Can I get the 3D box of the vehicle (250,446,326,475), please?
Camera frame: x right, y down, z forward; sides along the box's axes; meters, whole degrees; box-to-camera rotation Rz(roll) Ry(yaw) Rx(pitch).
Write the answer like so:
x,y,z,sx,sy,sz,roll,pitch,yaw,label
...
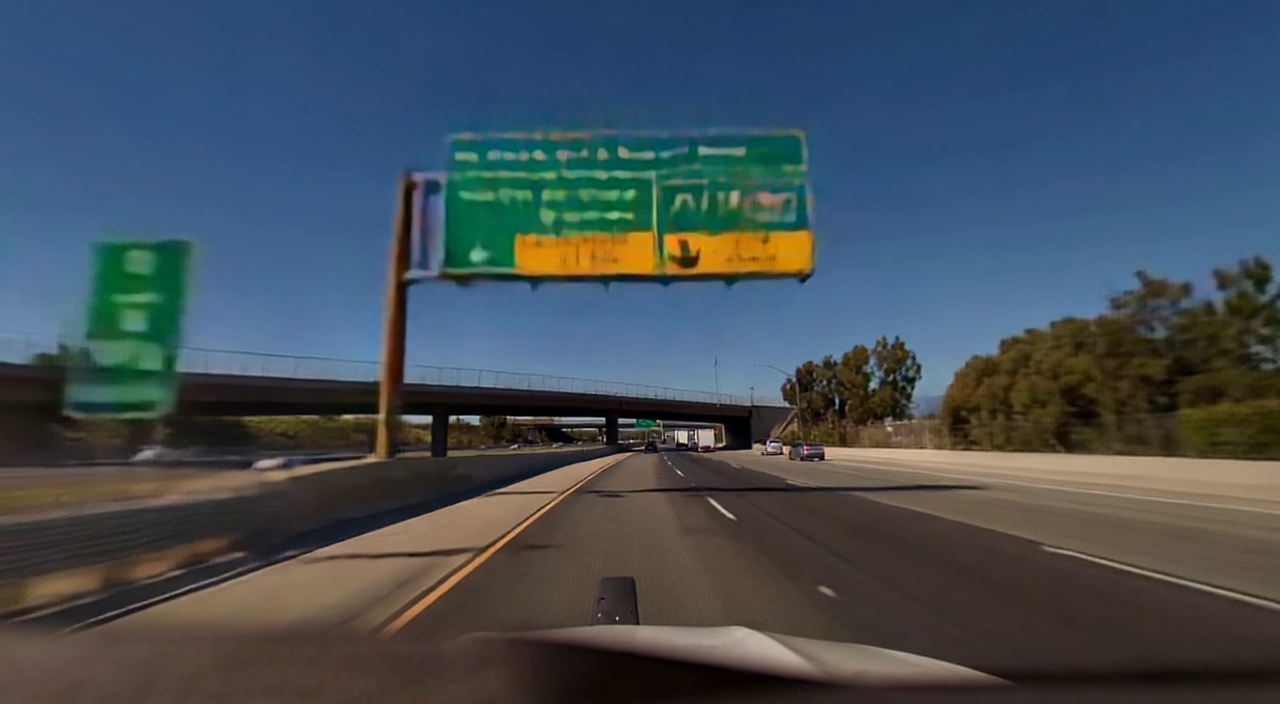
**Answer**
x,y,z,sx,sy,sz,roll,pitch,yaw,label
-20.049,6.151,36.175,1.890,1.547,4.069,0,-8,1,vehicle
